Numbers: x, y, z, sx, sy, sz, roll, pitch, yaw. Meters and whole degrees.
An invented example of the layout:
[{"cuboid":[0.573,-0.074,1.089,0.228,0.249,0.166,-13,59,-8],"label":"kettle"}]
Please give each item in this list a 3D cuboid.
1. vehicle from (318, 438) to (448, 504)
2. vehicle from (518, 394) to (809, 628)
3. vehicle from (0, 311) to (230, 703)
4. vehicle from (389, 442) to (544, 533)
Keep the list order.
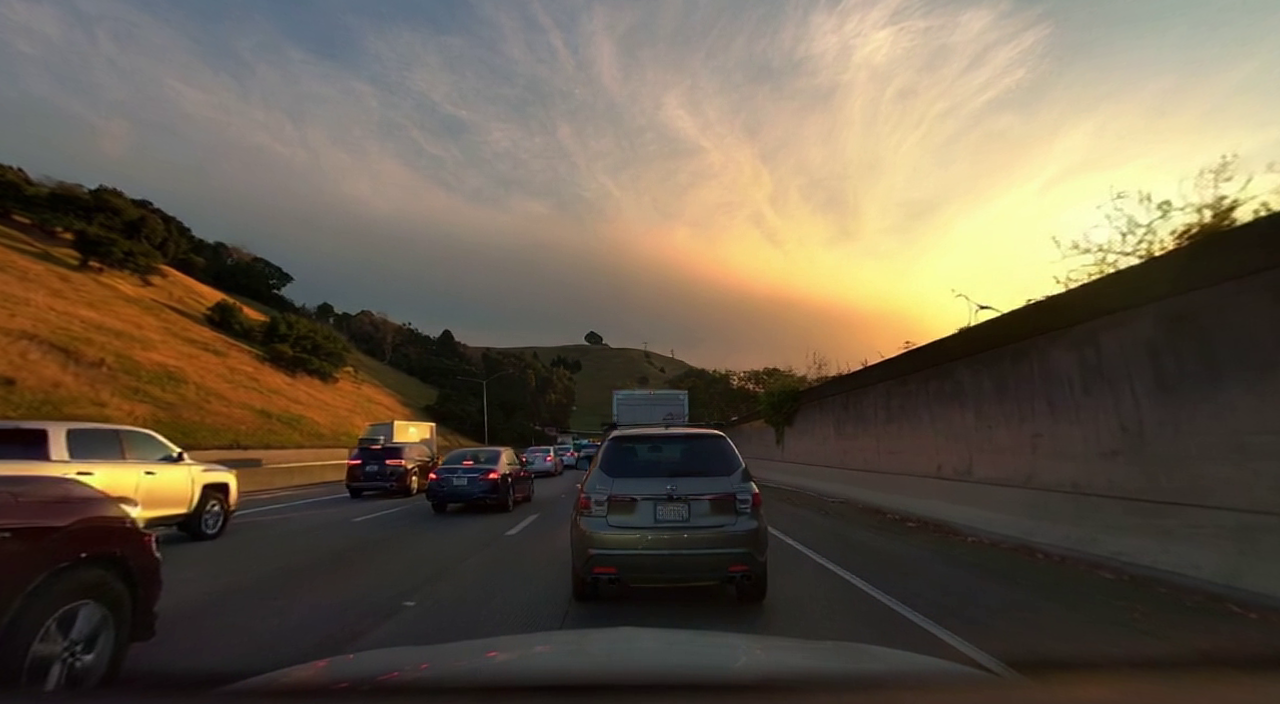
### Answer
[{"cuboid":[-7.521,3.515,19.071,1.986,1.700,4.558,0,-9,0],"label":"vehicle"},{"cuboid":[0.131,1.620,7.534,2.210,1.760,5.303,0,-9,-1],"label":"vehicle"},{"cuboid":[-3.505,0.622,1.256,2.085,1.893,4.880,0,-9,0],"label":"vehicle"},{"cuboid":[-3.228,2.598,12.680,1.917,1.506,3.949,0,-9,1],"label":"vehicle"}]
